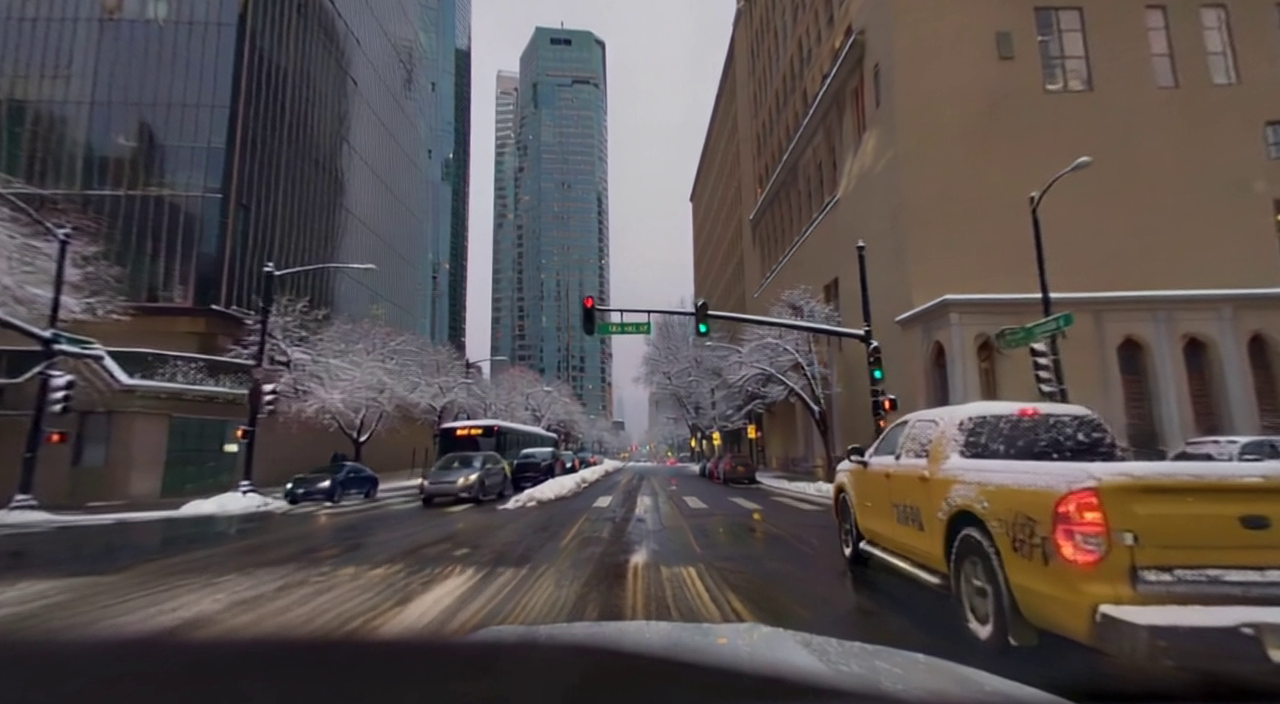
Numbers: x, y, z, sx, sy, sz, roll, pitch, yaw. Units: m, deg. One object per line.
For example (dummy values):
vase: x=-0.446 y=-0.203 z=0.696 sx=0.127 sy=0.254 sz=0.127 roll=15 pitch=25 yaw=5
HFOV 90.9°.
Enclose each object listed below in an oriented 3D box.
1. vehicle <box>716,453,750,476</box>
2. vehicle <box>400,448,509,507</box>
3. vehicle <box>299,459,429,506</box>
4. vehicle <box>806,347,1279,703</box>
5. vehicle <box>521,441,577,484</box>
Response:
vehicle: x=7.124 y=8.608 z=48.578 sx=1.962 sy=1.617 sz=4.325 roll=0 pitch=-9 yaw=0
vehicle: x=-5.553 y=3.775 z=19.481 sx=1.997 sy=1.610 sz=4.144 roll=0 pitch=-9 yaw=1
vehicle: x=-10.188 y=4.818 z=23.730 sx=2.003 sy=1.489 sz=4.656 roll=-2 pitch=-9 yaw=13
vehicle: x=3.301 y=1.299 z=5.632 sx=2.118 sy=1.848 sz=5.426 roll=0 pitch=-9 yaw=0
vehicle: x=-5.006 y=6.163 z=35.626 sx=2.304 sy=2.208 sz=5.200 roll=0 pitch=-9 yaw=1
